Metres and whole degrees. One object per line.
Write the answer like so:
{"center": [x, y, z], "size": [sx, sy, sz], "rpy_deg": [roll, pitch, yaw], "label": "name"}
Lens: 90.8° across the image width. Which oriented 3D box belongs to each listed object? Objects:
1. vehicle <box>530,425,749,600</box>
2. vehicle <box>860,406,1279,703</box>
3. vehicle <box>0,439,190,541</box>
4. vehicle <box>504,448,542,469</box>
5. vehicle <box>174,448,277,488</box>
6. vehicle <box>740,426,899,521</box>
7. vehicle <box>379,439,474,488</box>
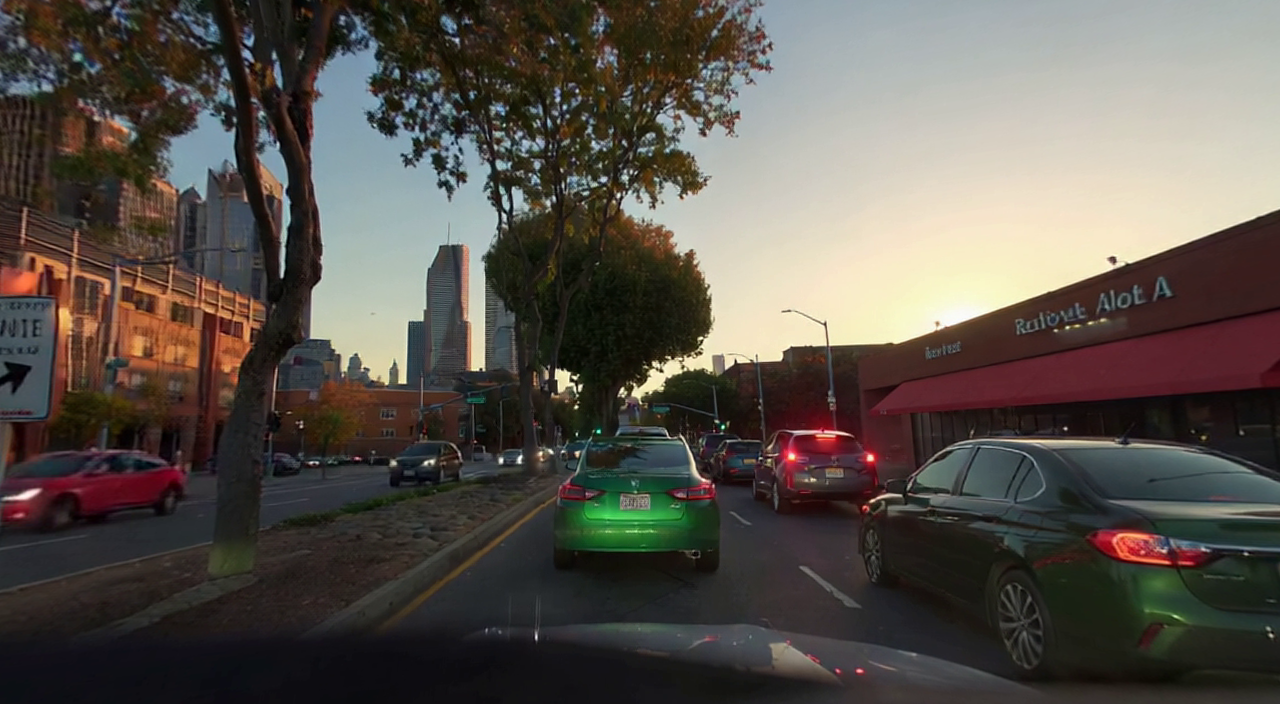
{"center": [-0.019, 1.658, 7.301], "size": [1.887, 1.487, 3.535], "rpy_deg": [0, -9, 0], "label": "vehicle"}
{"center": [3.312, 1.256, 4.482], "size": [1.988, 1.480, 4.195], "rpy_deg": [0, -9, 0], "label": "vehicle"}
{"center": [-11.943, 2.698, 12.998], "size": [2.004, 1.732, 4.530], "rpy_deg": [0, -9, 0], "label": "vehicle"}
{"center": [-8.384, 7.622, 45.564], "size": [1.850, 1.417, 4.321], "rpy_deg": [0, -9, 1], "label": "vehicle"}
{"center": [-19.760, 5.485, 30.104], "size": [4.329, 1.773, 2.072], "rpy_deg": [-5, -10, 27], "label": "vehicle"}
{"center": [3.540, 2.481, 13.421], "size": [2.025, 1.660, 4.263], "rpy_deg": [0, -9, -1], "label": "vehicle"}
{"center": [-8.066, 4.239, 24.358], "size": [2.079, 1.695, 4.374], "rpy_deg": [0, -9, 1], "label": "vehicle"}
